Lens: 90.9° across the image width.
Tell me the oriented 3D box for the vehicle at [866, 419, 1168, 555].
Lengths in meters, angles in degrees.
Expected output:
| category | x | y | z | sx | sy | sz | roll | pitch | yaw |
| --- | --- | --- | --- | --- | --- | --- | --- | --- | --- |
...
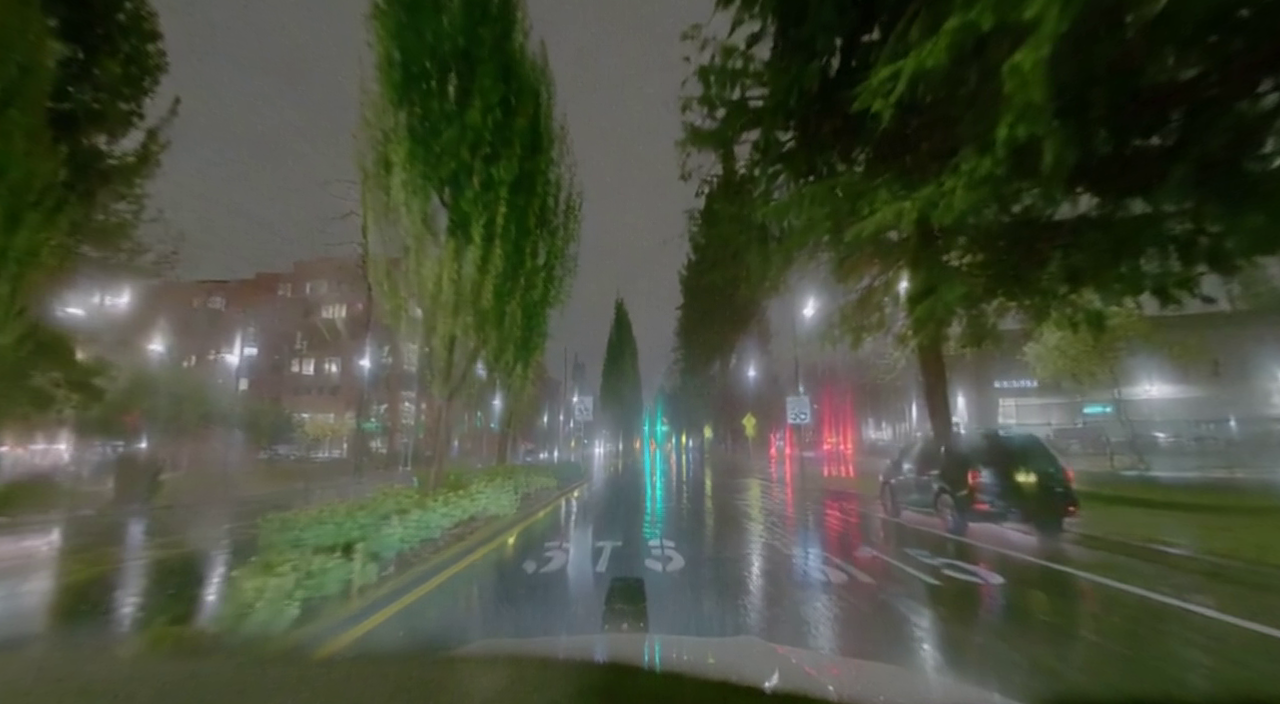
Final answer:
| category | x | y | z | sx | sy | sz | roll | pitch | yaw |
| --- | --- | --- | --- | --- | --- | --- | --- | --- | --- |
| vehicle | 6.071 | 2.227 | 11.242 | 2.104 | 1.826 | 5.301 | 0 | -9 | 0 |
